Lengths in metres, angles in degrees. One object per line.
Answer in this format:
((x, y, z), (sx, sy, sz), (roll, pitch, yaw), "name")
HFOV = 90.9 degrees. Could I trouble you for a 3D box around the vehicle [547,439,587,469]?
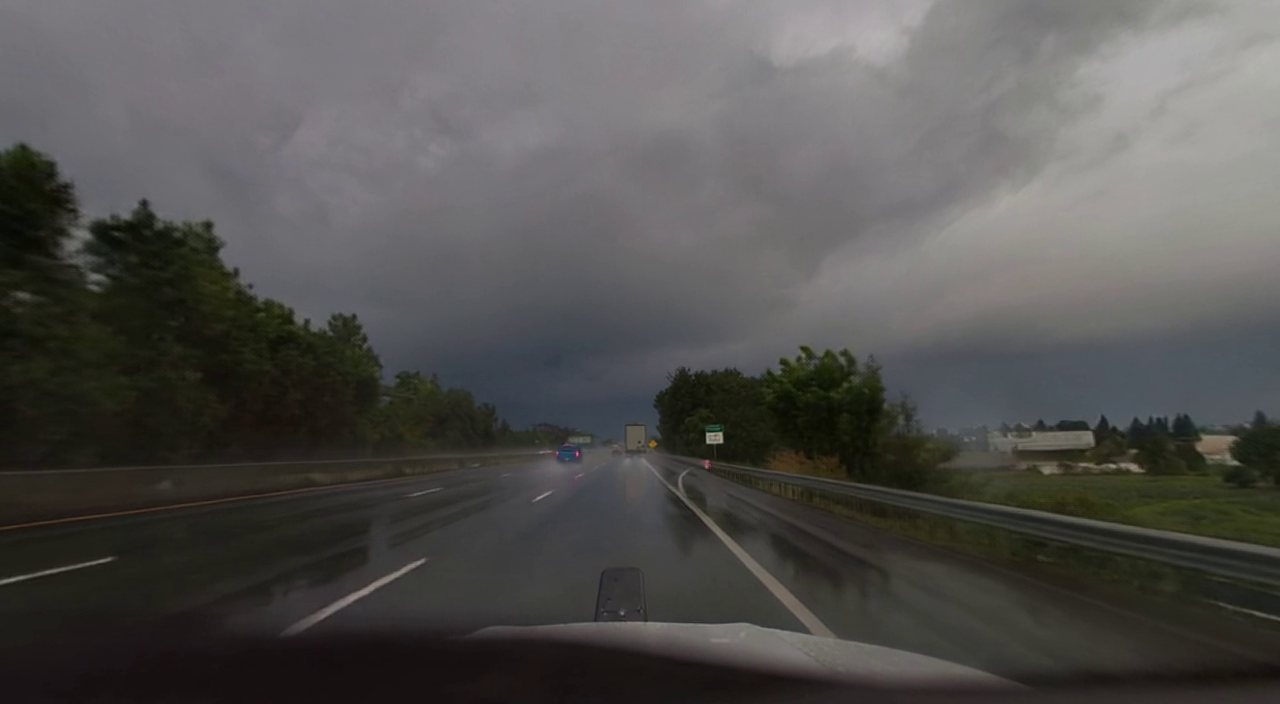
((-4.805, 6.831, 42.315), (2.124, 1.888, 5.226), (0, -9, 0), "vehicle")
